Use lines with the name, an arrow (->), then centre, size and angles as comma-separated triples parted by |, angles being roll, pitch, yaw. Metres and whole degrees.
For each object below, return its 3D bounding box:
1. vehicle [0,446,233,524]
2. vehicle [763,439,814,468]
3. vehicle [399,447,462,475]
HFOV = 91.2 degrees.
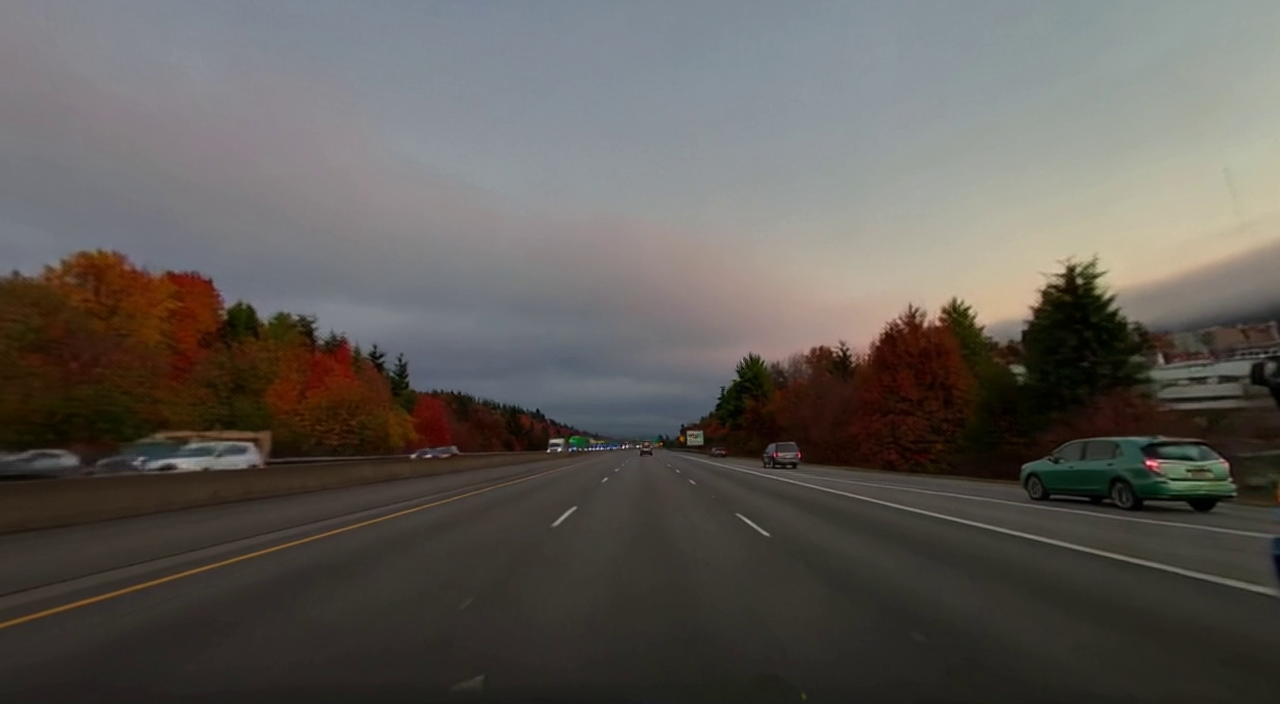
vehicle -> -11.790, 2.934, 14.426 | 1.874, 1.489, 4.402 | 0, -9, 0
vehicle -> 9.658, 6.663, 41.170 | 2.034, 1.770, 4.637 | 0, -9, -2
vehicle -> -11.850, 6.181, 35.755 | 2.037, 1.490, 4.375 | 0, -9, 1
